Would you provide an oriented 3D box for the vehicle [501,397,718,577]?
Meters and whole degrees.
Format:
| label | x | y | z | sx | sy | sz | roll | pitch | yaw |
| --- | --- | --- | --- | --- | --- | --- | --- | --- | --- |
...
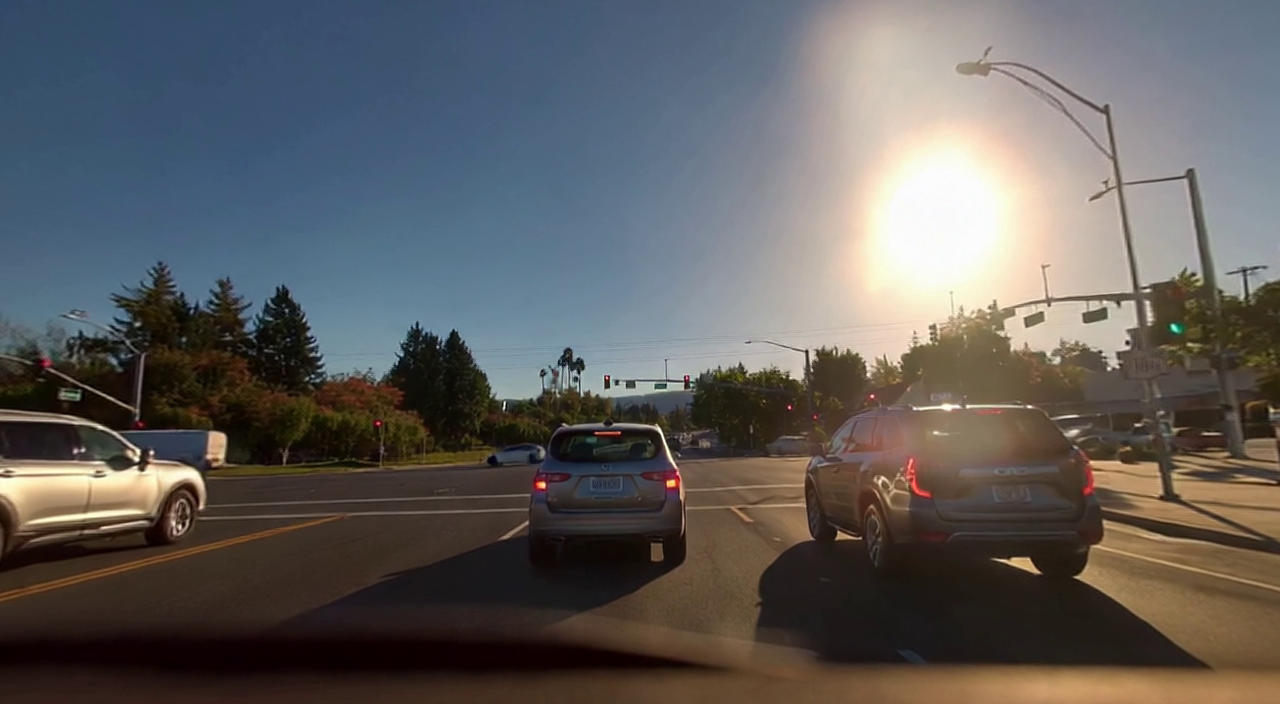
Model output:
| label | x | y | z | sx | sy | sz | roll | pitch | yaw |
| --- | --- | --- | --- | --- | --- | --- | --- | --- | --- |
| vehicle | -0.238 | 1.587 | 8.092 | 2.067 | 1.702 | 3.987 | 0 | -8 | 1 |

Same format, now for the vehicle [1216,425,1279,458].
| label | x | y | z | sx | sy | sz | roll | pitch | yaw |
| --- | --- | --- | --- | --- | --- | --- | --- | --- | --- |
| vehicle | 28.996 | 4.062 | 28.716 | 4.007 | 1.420 | 1.719 | 1 | -8 | -7 |

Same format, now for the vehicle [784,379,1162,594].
| label | x | y | z | sx | sy | sz | roll | pitch | yaw |
| --- | --- | --- | --- | --- | --- | --- | --- | --- | --- |
| vehicle | 3.275 | 1.438 | 7.486 | 2.083 | 1.779 | 4.347 | 0 | -8 | 0 |

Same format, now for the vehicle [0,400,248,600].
| label | x | y | z | sx | sy | sz | roll | pitch | yaw |
| --- | --- | --- | --- | --- | --- | --- | --- | --- | --- |
| vehicle | -6.714 | 1.457 | 6.538 | 2.011 | 1.774 | 4.866 | 0 | -8 | 2 |

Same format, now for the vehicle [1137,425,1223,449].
| label | x | y | z | sx | sy | sz | roll | pitch | yaw |
| --- | --- | --- | --- | --- | --- | --- | --- | --- | --- |
| vehicle | 36.459 | 5.746 | 42.577 | 4.276 | 1.579 | 1.762 | 1 | -8 | -4 |
